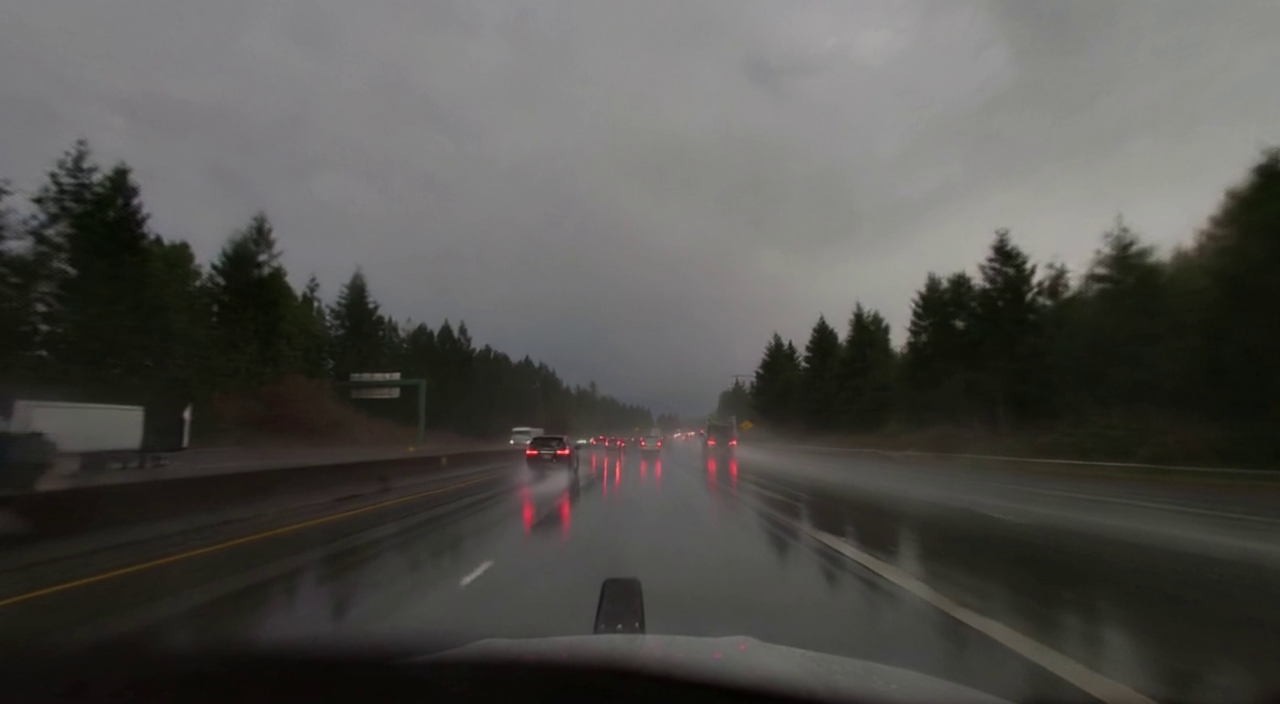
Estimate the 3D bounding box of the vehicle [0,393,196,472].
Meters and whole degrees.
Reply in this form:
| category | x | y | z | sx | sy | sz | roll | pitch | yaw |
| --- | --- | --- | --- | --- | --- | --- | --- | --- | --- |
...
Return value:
| category | x | y | z | sx | sy | sz | roll | pitch | yaw |
| --- | --- | --- | --- | --- | --- | --- | --- | --- | --- |
| vehicle | -31.848 | 4.760 | 36.599 | 3.007 | 3.823 | 12.412 | -1 | -8 | 0 |

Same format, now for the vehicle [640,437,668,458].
| category | x | y | z | sx | sy | sz | roll | pitch | yaw |
| --- | --- | --- | --- | --- | --- | --- | --- | --- | --- |
| vehicle | 0.997 | 7.077 | 46.881 | 2.004 | 1.465 | 3.842 | 0 | -8 | 0 |

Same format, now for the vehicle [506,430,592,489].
| category | x | y | z | sx | sy | sz | roll | pitch | yaw |
| --- | --- | --- | --- | --- | --- | --- | --- | --- | --- |
| vehicle | -2.694 | 3.260 | 19.632 | 2.137 | 1.618 | 4.209 | 0 | -8 | -1 |
